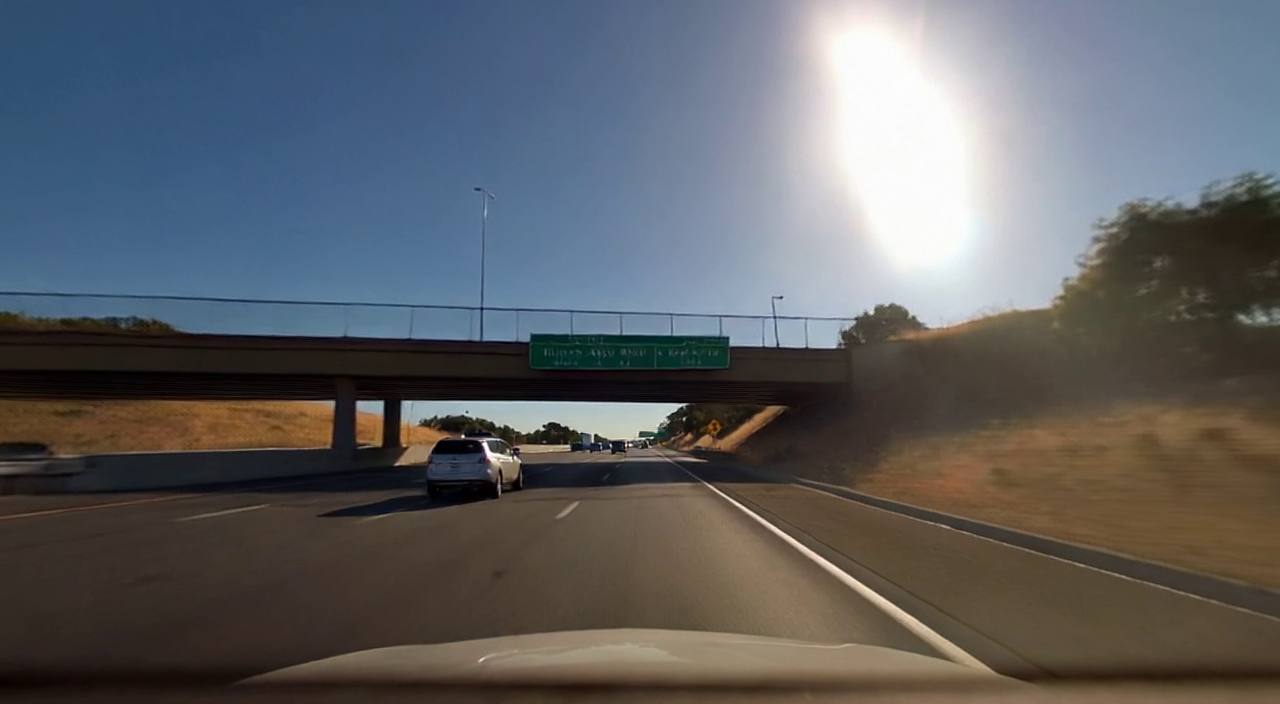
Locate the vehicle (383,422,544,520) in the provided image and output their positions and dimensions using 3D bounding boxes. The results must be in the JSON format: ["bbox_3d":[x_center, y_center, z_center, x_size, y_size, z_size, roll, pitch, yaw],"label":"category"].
[{"bbox_3d":[-3.427,2.404,13.215,2.048,1.705,4.384,0,-8,1],"label":"vehicle"}]
